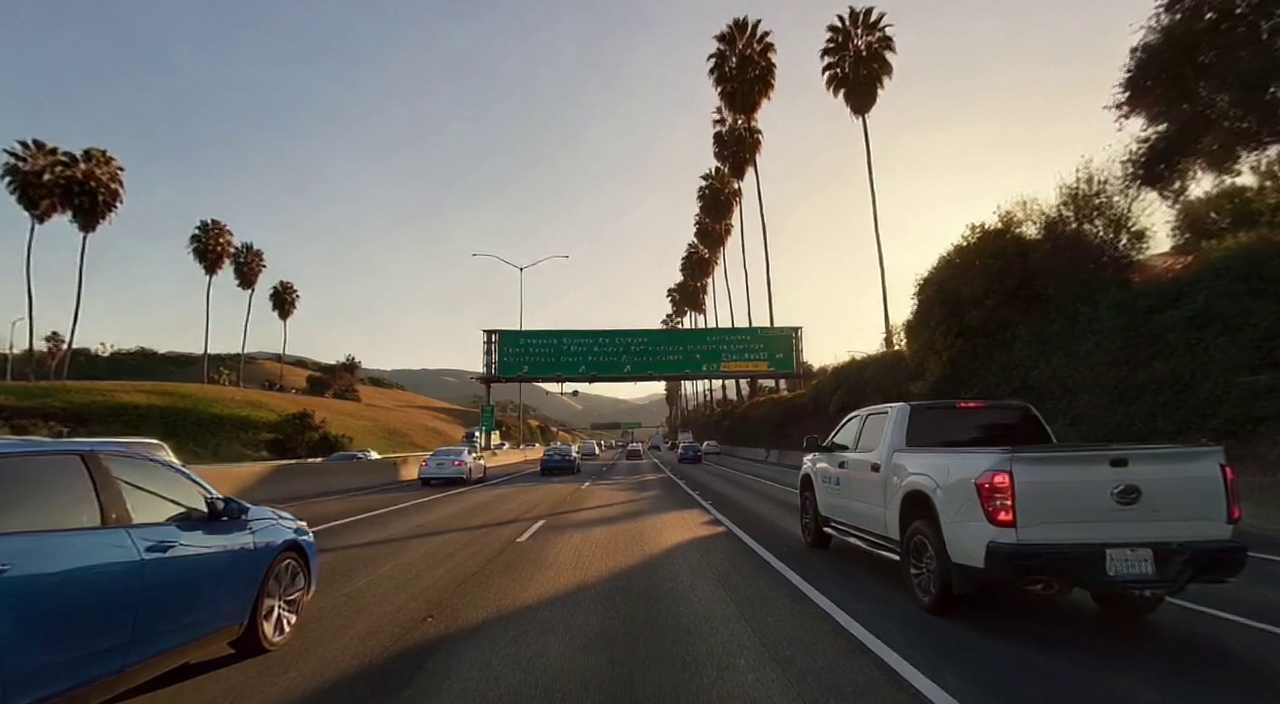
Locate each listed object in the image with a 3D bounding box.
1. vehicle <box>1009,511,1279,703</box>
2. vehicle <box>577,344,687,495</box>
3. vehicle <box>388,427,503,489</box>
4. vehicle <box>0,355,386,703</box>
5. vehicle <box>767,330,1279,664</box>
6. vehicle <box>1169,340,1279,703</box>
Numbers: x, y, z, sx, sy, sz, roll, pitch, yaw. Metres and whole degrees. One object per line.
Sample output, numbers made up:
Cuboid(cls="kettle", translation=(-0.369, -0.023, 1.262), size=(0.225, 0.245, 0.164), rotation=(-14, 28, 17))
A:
Cuboid(cls="vehicle", translation=(3.155, 0.890, 0.329), size=(2.635, 1.036, 5.568), rotation=(0, -9, 0))
Cuboid(cls="vehicle", translation=(-0.149, 2.595, 22.315), size=(2.906, 4.040, 10.743), rotation=(0, -9, 1))
Cuboid(cls="vehicle", translation=(-6.879, 3.844, 23.170), size=(2.344, 1.954, 5.579), rotation=(0, -9, 1))
Cuboid(cls="vehicle", translation=(-3.234, 1.047, 3.539), size=(1.885, 1.654, 4.103), rotation=(0, -9, 0))
Cuboid(cls="vehicle", translation=(3.102, 1.318, 6.863), size=(2.245, 2.103, 5.613), rotation=(0, -9, 0))
Cuboid(cls="vehicle", translation=(3.184, 0.372, 0.247), size=(1.859, 1.416, 4.695), rotation=(0, -9, -1))
